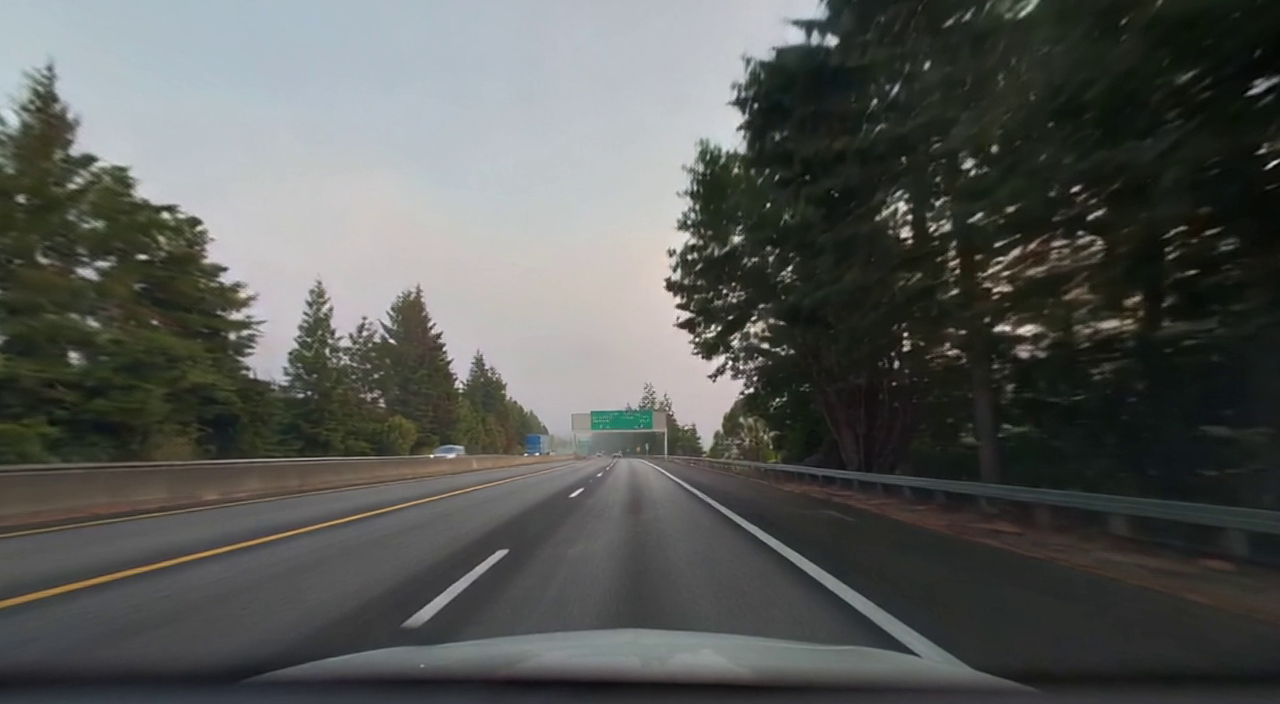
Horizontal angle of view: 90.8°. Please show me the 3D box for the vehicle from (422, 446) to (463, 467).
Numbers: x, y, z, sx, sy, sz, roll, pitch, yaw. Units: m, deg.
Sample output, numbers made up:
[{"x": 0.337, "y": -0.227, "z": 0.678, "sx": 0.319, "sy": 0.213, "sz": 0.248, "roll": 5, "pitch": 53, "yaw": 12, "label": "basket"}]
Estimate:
[{"x": -15.325, "y": 8.130, "z": 49.100, "sx": 1.843, "sy": 1.534, "sz": 4.172, "roll": 0, "pitch": -9, "yaw": 0, "label": "vehicle"}]
